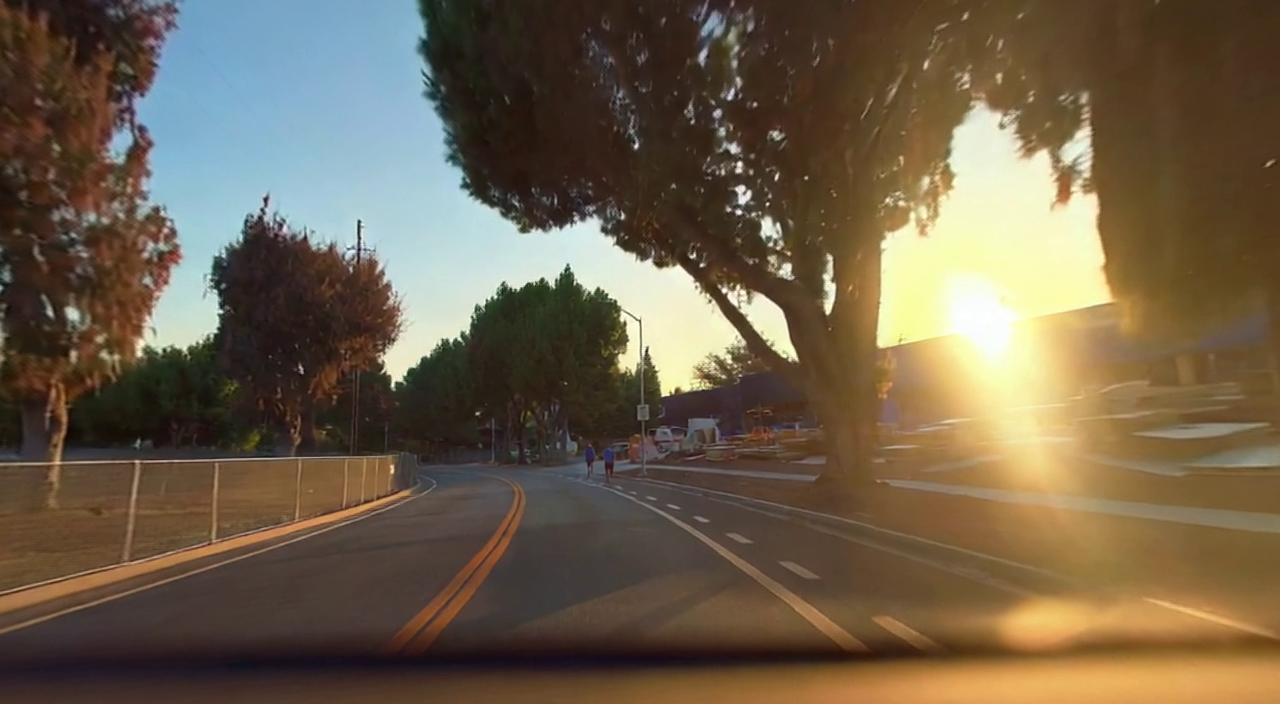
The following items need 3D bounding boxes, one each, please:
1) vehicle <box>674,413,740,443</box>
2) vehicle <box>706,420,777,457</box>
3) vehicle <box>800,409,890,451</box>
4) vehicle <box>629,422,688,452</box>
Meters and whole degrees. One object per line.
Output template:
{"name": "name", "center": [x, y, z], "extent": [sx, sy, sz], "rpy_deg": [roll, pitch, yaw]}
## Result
{"name": "vehicle", "center": [4.513, 5.152, 42.798], "extent": [3.916, 1.765, 1.785], "rpy_deg": [-2, -7, -19]}
{"name": "vehicle", "center": [5.673, 4.878, 35.317], "extent": [3.451, 1.504, 1.652], "rpy_deg": [9, -14, -8]}
{"name": "vehicle", "center": [7.823, 3.062, 24.454], "extent": [1.635, 1.445, 3.563], "rpy_deg": [1, -9, -13]}
{"name": "vehicle", "center": [1.494, 6.715, 49.728], "extent": [4.180, 1.880, 2.028], "rpy_deg": [12, -12, -35]}
